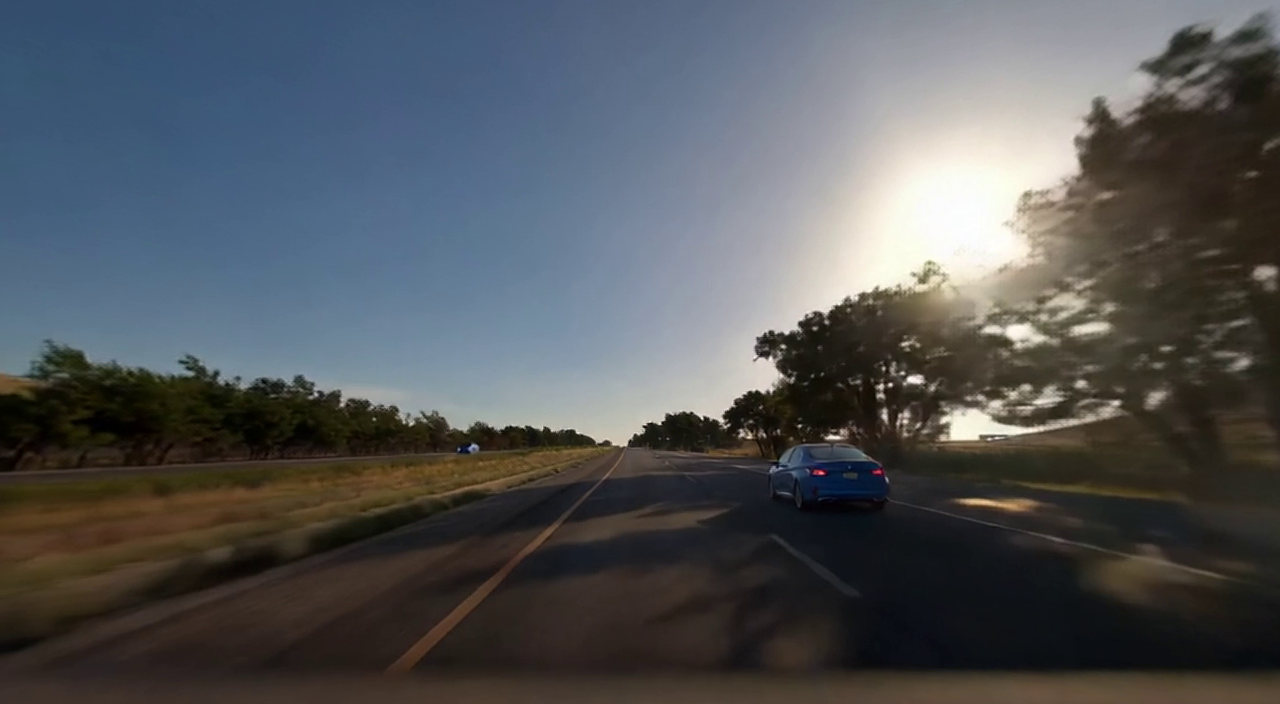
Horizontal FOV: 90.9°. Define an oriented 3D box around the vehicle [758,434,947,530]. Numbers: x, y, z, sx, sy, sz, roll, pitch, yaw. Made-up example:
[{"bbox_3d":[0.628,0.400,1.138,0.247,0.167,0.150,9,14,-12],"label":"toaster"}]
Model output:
[{"bbox_3d":[3.731,2.361,12.085,2.003,1.466,4.441,0,-9,-1],"label":"vehicle"}]
